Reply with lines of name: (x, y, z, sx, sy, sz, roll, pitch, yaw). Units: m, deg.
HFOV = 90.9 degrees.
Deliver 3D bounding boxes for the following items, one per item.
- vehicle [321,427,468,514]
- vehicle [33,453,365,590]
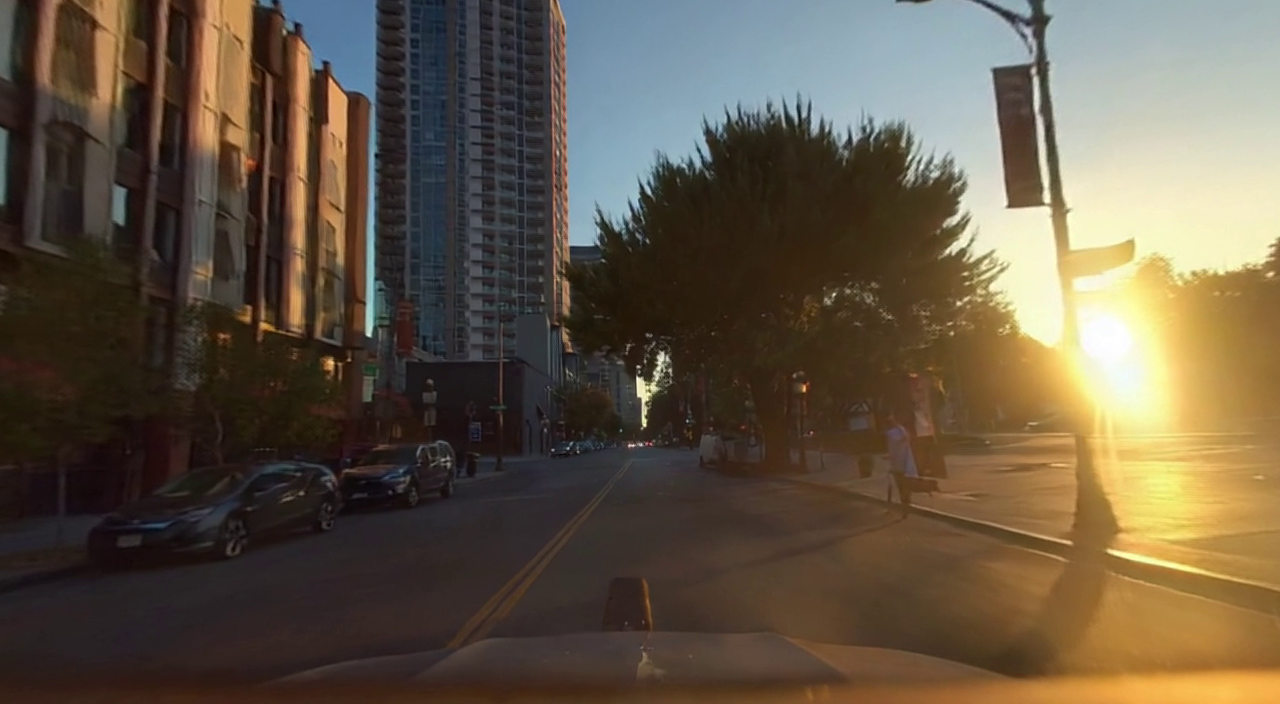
vehicle: (-6.514, 3.181, 17.428, 2.273, 1.871, 4.920, -4, -9, -2)
vehicle: (-6.757, 2.578, 10.619, 2.270, 1.539, 4.855, -4, -9, -2)
